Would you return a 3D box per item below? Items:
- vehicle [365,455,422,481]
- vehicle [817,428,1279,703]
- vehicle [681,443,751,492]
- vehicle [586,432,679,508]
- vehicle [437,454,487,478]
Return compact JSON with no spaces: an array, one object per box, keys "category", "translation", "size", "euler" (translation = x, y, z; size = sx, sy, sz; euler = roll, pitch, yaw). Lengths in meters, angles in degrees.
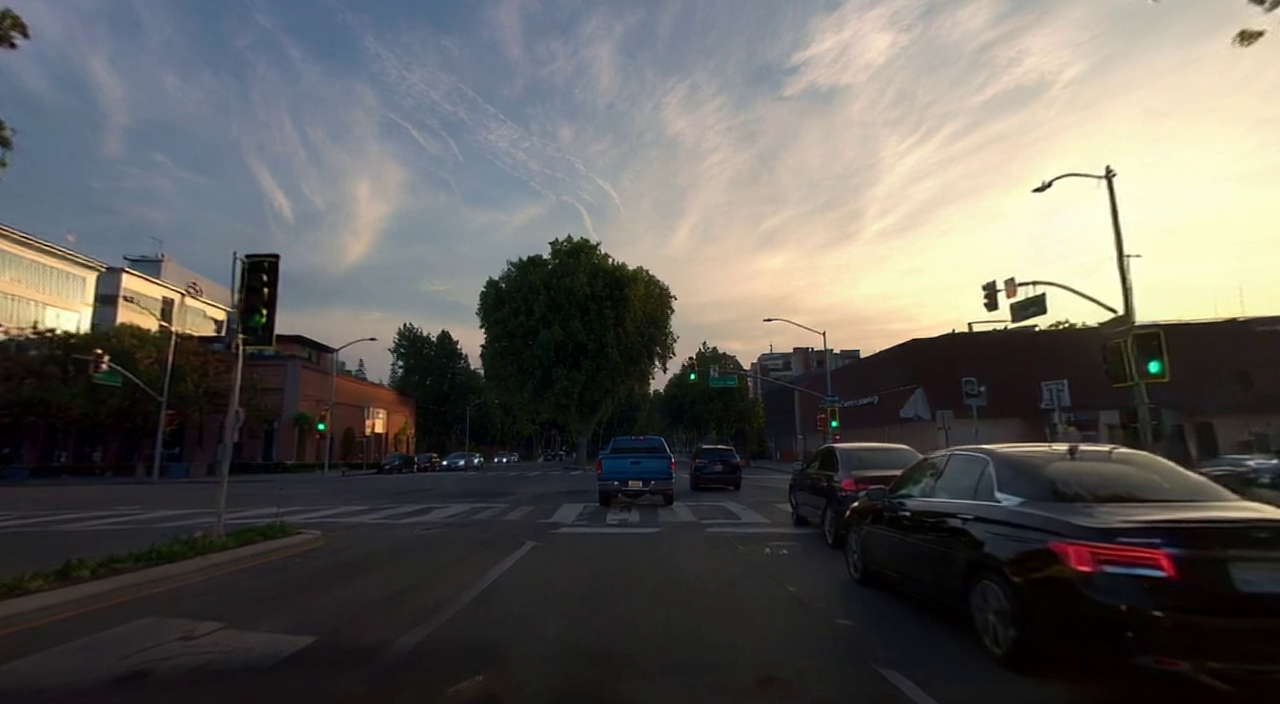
[{"category":"vehicle","translation":[-15.789,7.423,40.695],"size":[1.915,1.491,4.347],"euler":[0,-8,0]},{"category":"vehicle","translation":[3.196,1.437,5.338],"size":[2.057,1.463,4.365],"euler":[0,-8,-1]},{"category":"vehicle","translation":[2.904,4.497,25.117],"size":[2.013,1.742,4.424],"euler":[0,-8,-2]},{"category":"vehicle","translation":[-0.238,3.317,18.282],"size":[2.344,1.883,4.572],"euler":[0,-8,-1]},{"category":"vehicle","translation":[-11.708,7.513,41.884],"size":[1.989,1.459,4.667],"euler":[0,-8,0]}]
